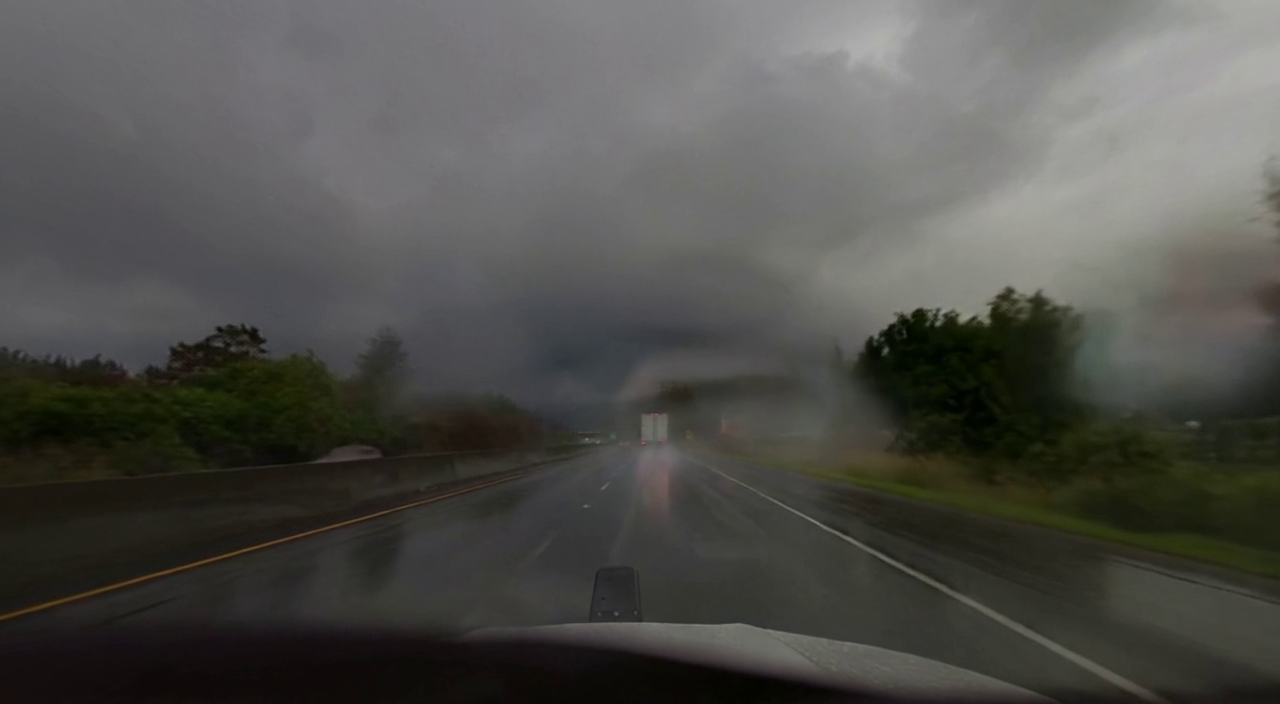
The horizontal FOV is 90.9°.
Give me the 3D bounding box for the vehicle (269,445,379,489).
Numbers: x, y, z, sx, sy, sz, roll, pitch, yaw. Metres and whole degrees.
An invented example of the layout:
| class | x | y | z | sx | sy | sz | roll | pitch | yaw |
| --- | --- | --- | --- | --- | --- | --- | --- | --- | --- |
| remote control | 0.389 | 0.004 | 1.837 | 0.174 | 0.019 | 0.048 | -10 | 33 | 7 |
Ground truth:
| class | x | y | z | sx | sy | sz | roll | pitch | yaw |
| --- | --- | --- | --- | --- | --- | --- | --- | --- | --- |
| vehicle | -12.504 | 4.542 | 25.346 | 1.968 | 1.550 | 4.665 | 0 | -8 | 1 |
